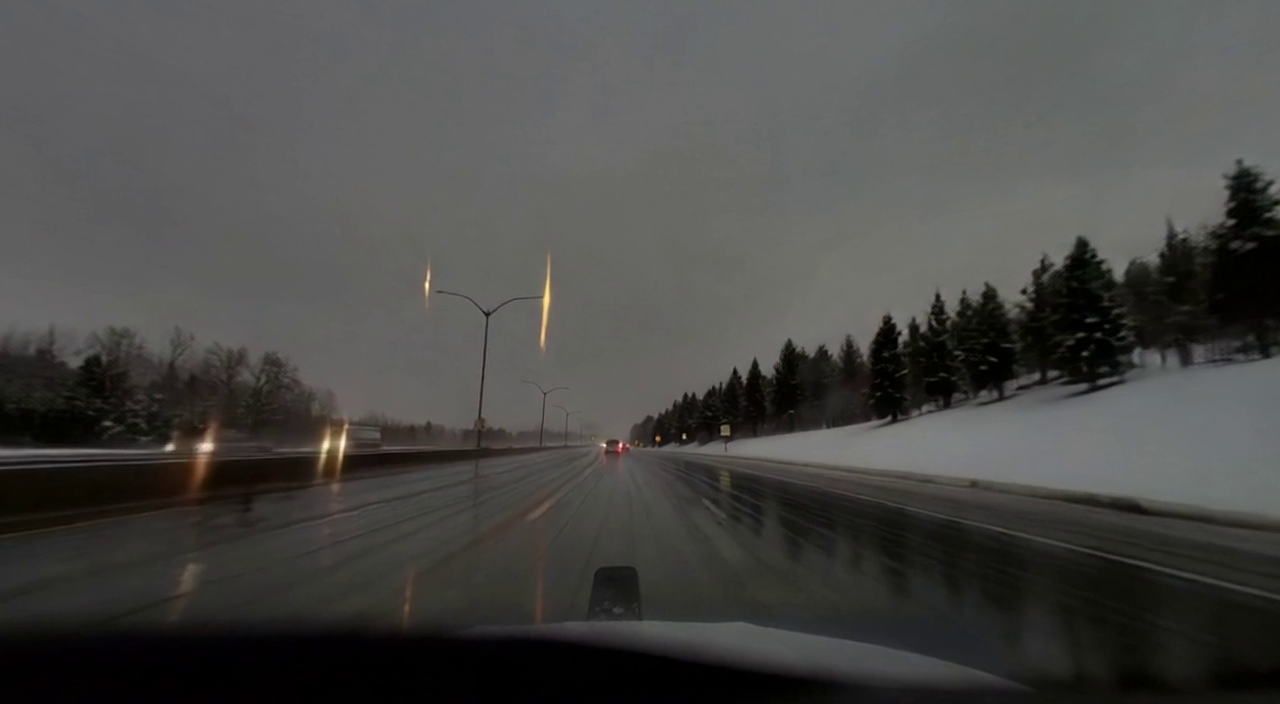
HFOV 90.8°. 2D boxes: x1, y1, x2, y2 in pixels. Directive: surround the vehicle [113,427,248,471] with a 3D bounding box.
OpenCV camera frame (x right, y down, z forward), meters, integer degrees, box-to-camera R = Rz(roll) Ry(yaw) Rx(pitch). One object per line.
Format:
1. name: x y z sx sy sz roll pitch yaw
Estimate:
1. vehicle: -18.970 4.025 26.444 2.050 1.659 4.933 0 -8 -2
